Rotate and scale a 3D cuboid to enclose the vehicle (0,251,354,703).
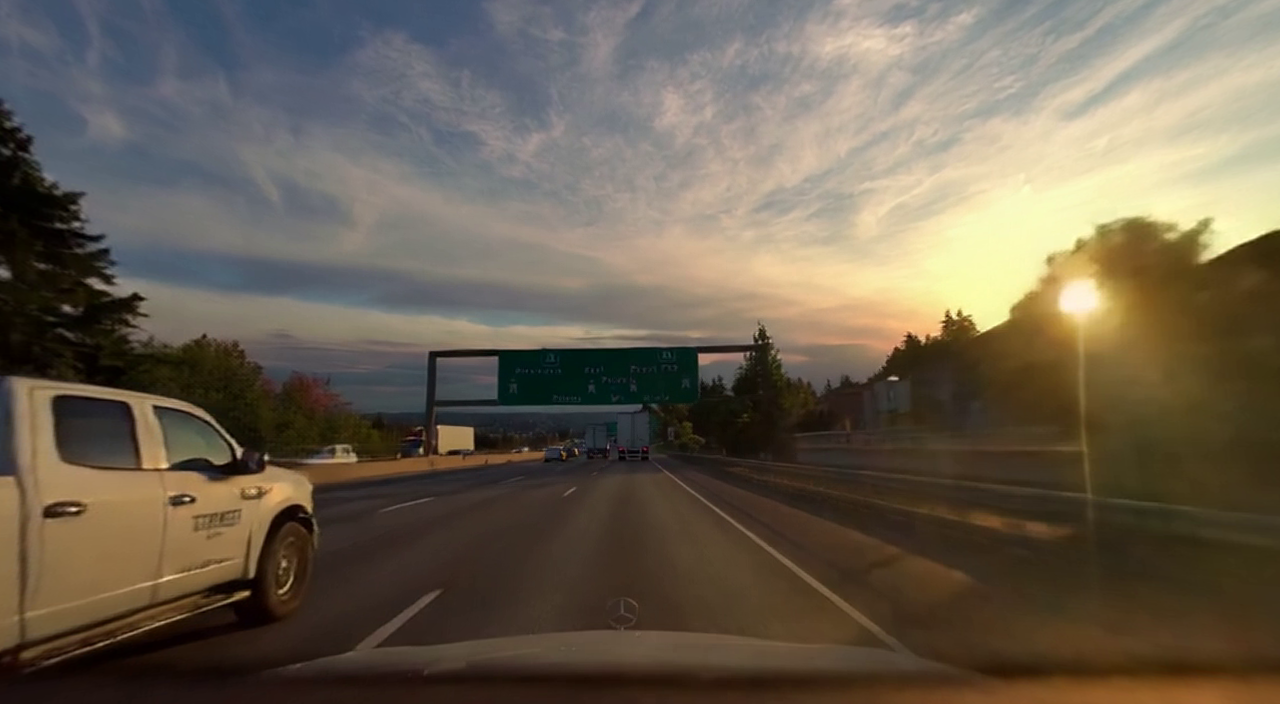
[{"bbox_3d":[-3.446,0.737,2.711,2.223,2.045,4.798,0,-8,-1],"label":"vehicle"}]
